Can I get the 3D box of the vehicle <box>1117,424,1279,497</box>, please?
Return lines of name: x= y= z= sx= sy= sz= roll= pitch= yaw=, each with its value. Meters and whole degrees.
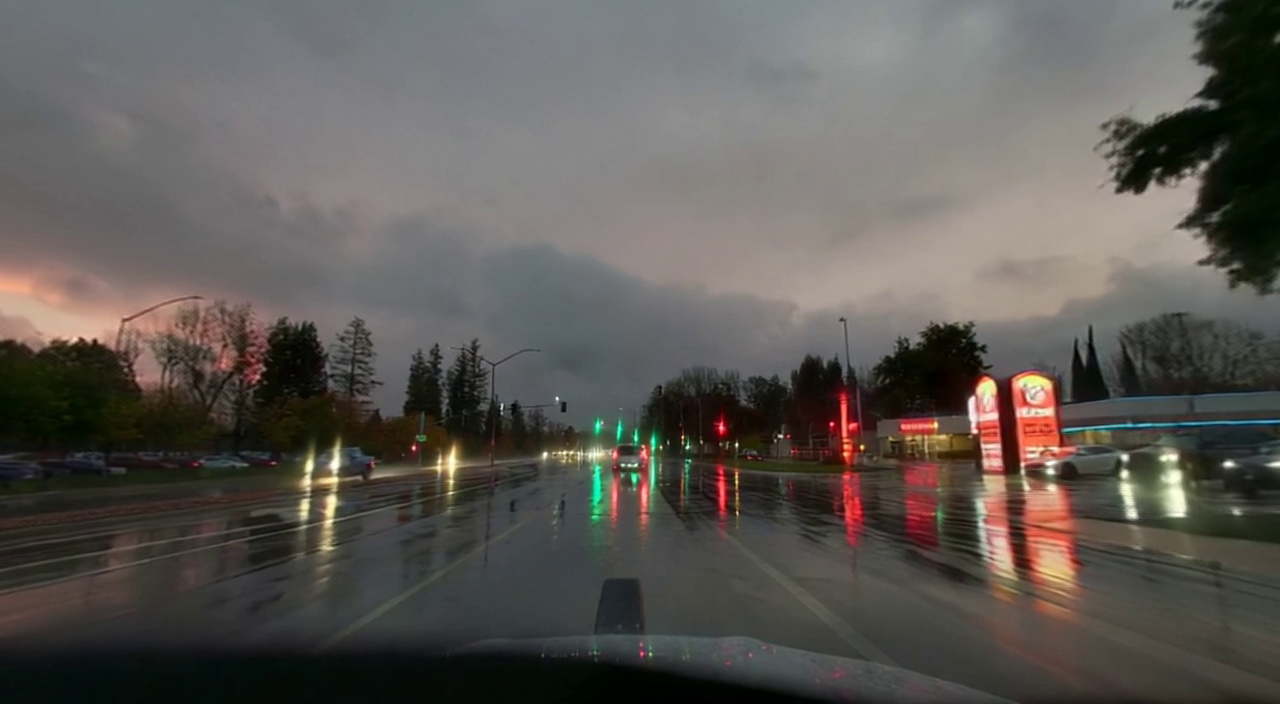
vehicle: x=16.377 y=2.965 z=17.440 sx=4.629 sy=1.829 sz=2.025 roll=-1 pitch=-10 yaw=1

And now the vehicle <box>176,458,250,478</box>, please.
vehicle: x=-32.206 y=8.739 z=47.720 sx=4.063 sy=1.479 sz=1.939 roll=0 pitch=-9 yaw=-2

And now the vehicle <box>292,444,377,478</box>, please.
vehicle: x=-20.168 y=7.204 z=42.122 sx=2.492 sy=2.083 sz=6.312 roll=0 pitch=-9 yaw=1

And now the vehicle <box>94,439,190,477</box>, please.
vehicle: x=-32.882 y=7.022 z=42.020 sx=2.818 sy=2.313 sz=5.508 roll=3 pitch=-9 yaw=-14

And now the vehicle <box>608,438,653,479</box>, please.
vehicle: x=-0.455 y=5.377 z=32.147 sx=2.096 sy=1.961 sz=4.259 roll=0 pitch=-9 yaw=0

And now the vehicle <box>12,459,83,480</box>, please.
vehicle: x=-45.555 y=9.011 z=48.663 sx=1.750 sy=1.432 sz=3.827 roll=0 pitch=-9 yaw=0

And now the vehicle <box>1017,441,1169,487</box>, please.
vehicle: x=16.250 y=4.039 z=22.812 sx=4.026 sy=1.463 sz=1.826 roll=-1 pitch=-10 yaw=-2
